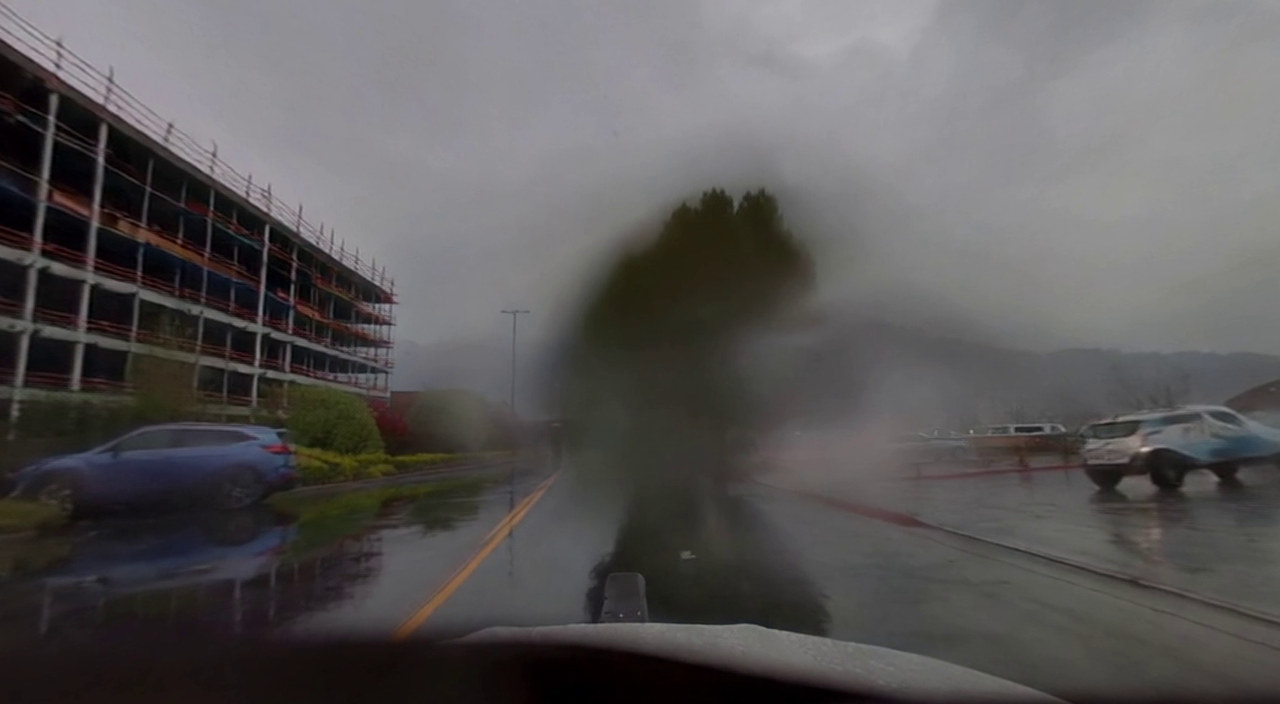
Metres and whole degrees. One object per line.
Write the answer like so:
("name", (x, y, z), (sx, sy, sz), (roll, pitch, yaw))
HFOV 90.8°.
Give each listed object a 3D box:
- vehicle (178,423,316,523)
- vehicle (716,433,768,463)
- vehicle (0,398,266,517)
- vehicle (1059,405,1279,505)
("vehicle", (-9.013, 2.727, 14.748), (1.515, 2.074, 2.668), (0, -7, -3))
("vehicle", (6.857, 6.562, 43.236), (2.267, 1.911, 5.816), (1, -8, -4))
("vehicle", (-14.467, 2.745, 16.724), (7.067, 2.785, 2.980), (2, -8, -11))
("vehicle", (11.302, 1.991, 12.344), (4.709, 1.745, 2.141), (1, -8, -4))
